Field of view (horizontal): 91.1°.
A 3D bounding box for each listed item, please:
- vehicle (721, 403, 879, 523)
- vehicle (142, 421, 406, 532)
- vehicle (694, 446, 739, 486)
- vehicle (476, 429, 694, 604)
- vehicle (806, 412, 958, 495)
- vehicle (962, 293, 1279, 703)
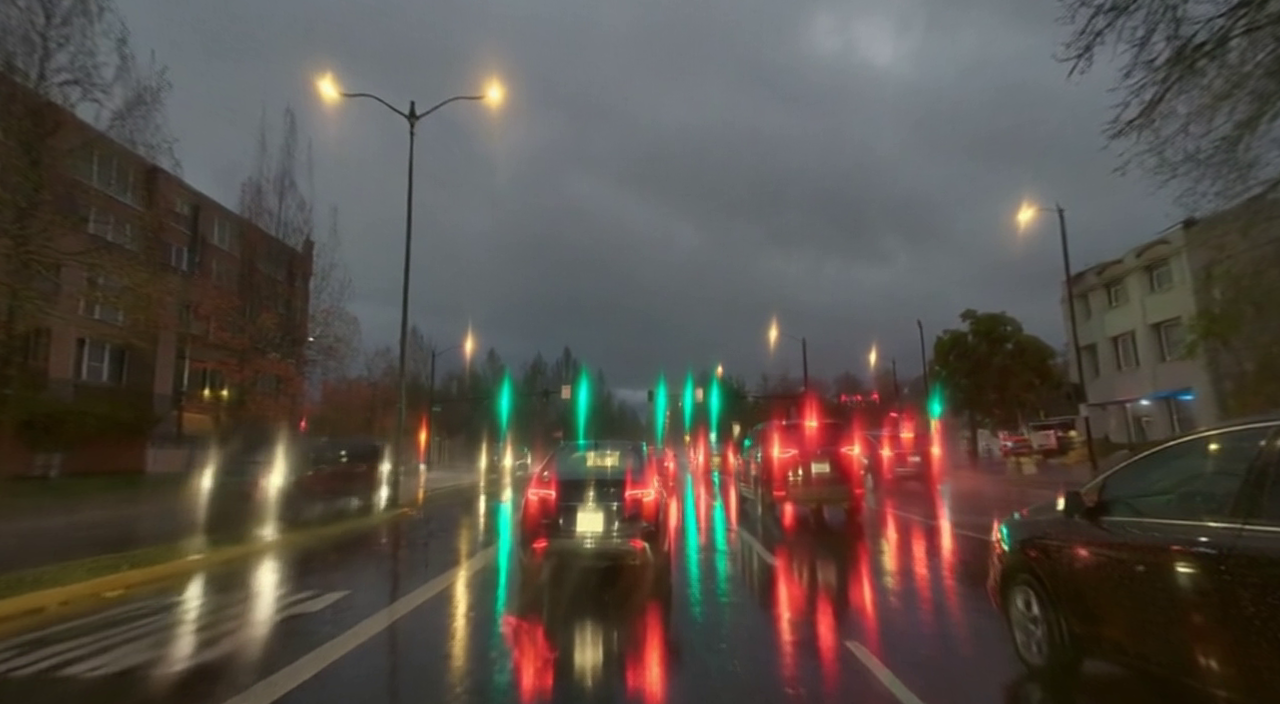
[{"bbox_3d":[3.702,2.746,16.030,2.516,2.481,5.766,0,-8,0],"label":"vehicle"},{"bbox_3d":[-8.762,3.036,16.208,2.815,2.263,6.416,0,-8,1],"label":"vehicle"},{"bbox_3d":[3.358,5.043,28.214,1.518,1.650,4.408,0,-8,1],"label":"vehicle"},{"bbox_3d":[-0.508,1.902,8.178,2.111,1.676,4.018,0,-8,1],"label":"vehicle"},{"bbox_3d":[7.314,3.163,19.813,2.627,2.252,5.236,0,-8,0],"label":"vehicle"},{"bbox_3d":[3.179,0.769,2.013,1.982,1.960,4.427,0,-8,1],"label":"vehicle"}]
